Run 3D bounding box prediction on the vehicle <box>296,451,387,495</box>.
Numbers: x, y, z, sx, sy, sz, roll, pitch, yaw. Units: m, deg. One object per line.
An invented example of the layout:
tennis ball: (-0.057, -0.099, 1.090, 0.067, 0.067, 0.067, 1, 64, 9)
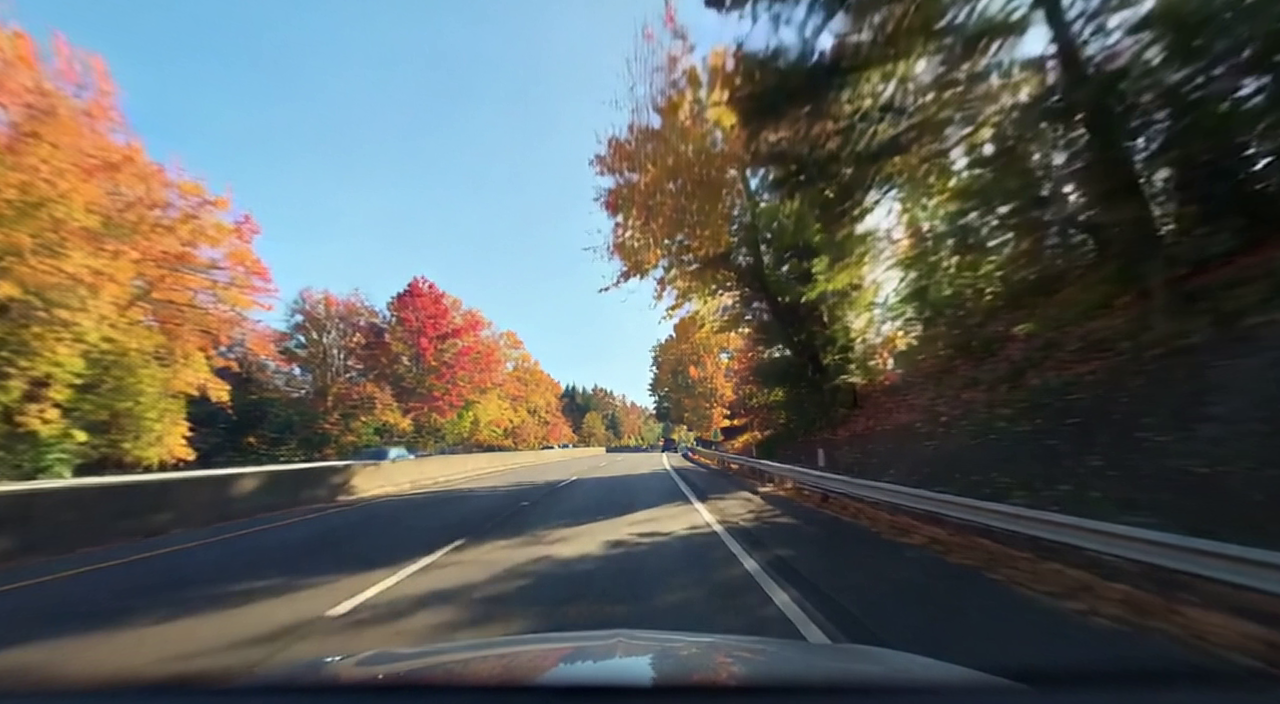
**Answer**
vehicle: (-10.641, 4.293, 22.708, 1.656, 1.369, 3.500, -1, -8, -2)
